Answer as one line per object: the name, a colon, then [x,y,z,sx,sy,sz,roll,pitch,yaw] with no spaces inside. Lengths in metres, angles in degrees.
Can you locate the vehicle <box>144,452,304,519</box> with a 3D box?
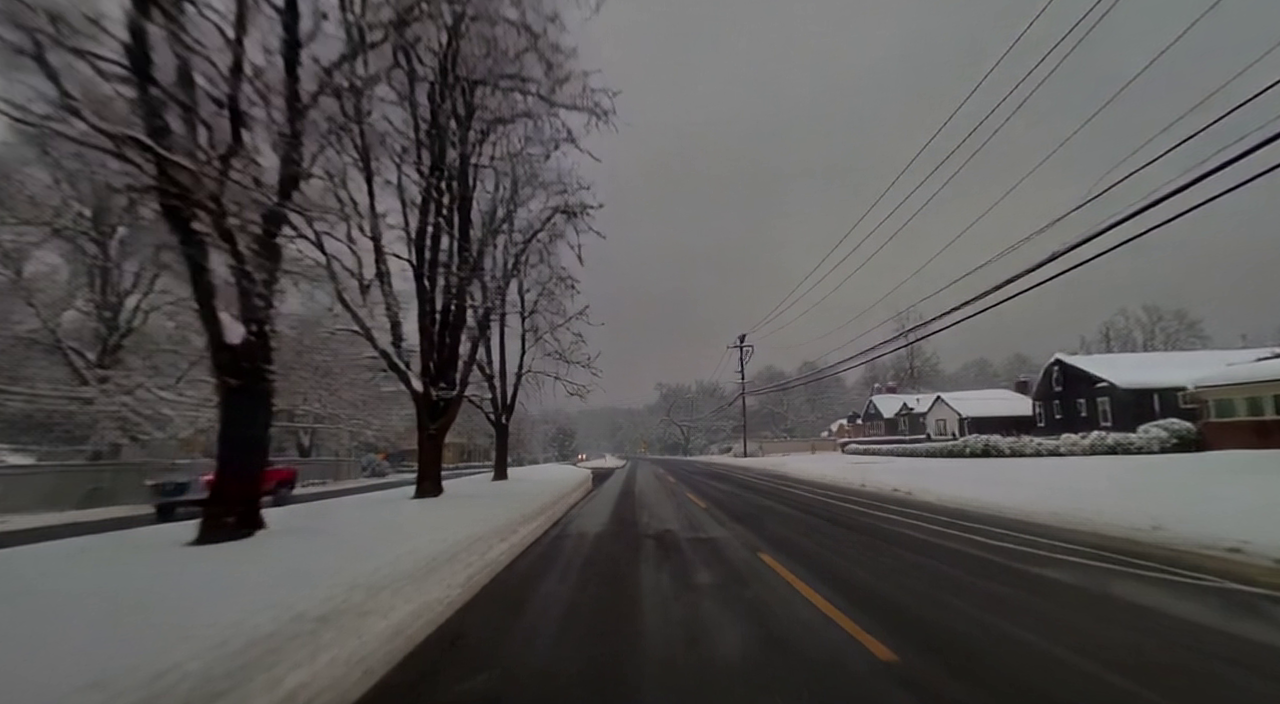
vehicle: [-13.440,4.283,20.885,2.112,1.847,4.765,0,-8,-2]
